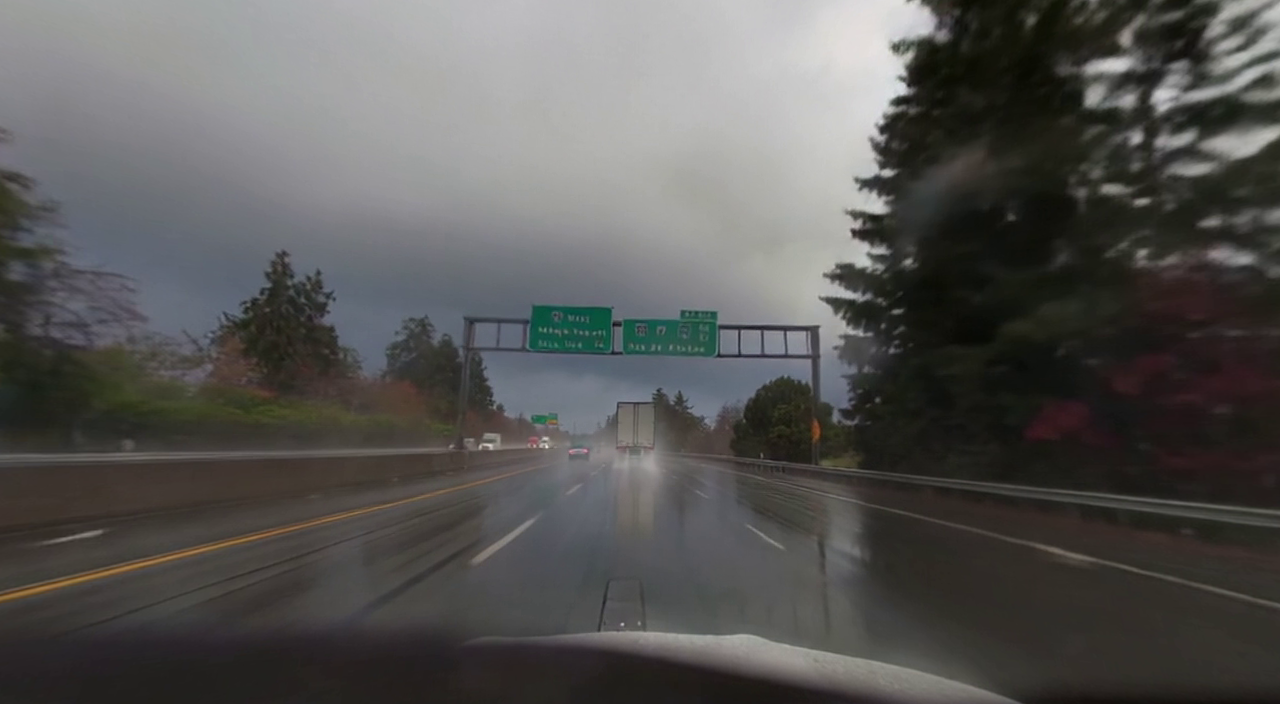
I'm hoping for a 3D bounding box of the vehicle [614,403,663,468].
[{"bbox_3d":[-0.265,5.869,43.541,2.962,3.953,10.696,0,-9,-2],"label":"vehicle"}]
